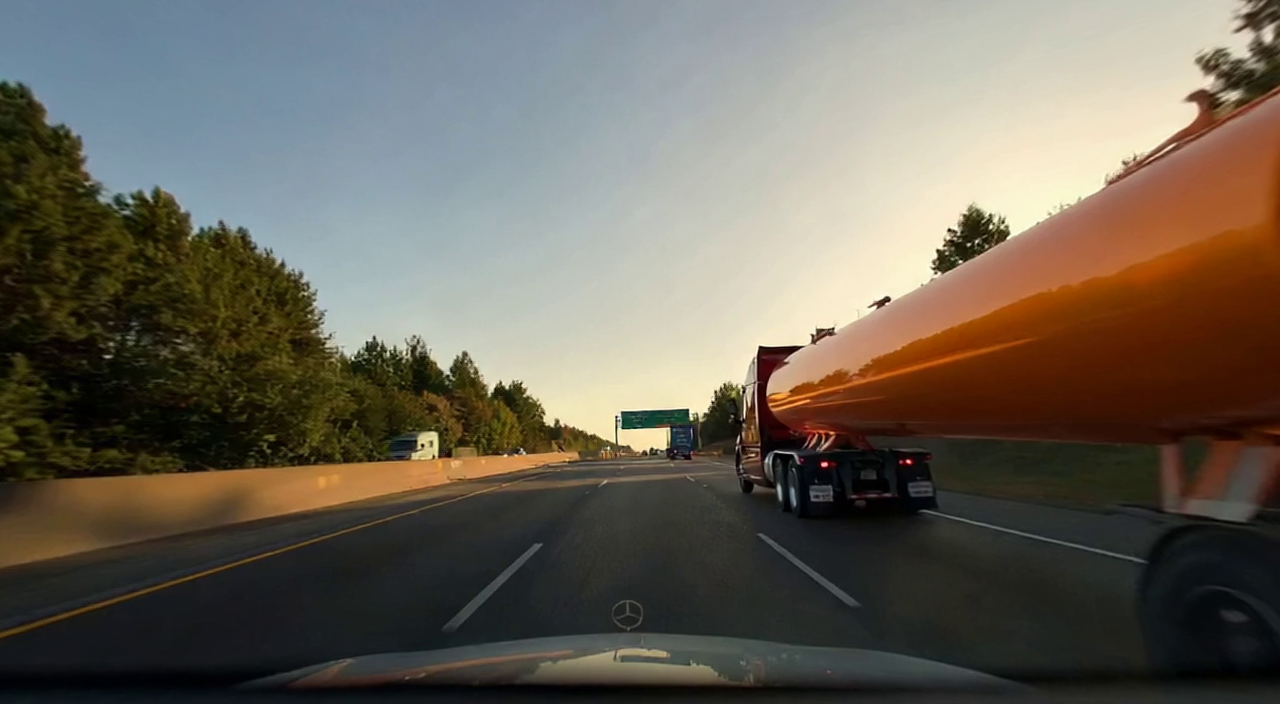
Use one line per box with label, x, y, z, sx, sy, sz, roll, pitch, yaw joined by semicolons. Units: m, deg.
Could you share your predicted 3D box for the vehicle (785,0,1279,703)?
vehicle;4.202;0.633;6.851;2.707;3.474;10.512;0;-9;0
